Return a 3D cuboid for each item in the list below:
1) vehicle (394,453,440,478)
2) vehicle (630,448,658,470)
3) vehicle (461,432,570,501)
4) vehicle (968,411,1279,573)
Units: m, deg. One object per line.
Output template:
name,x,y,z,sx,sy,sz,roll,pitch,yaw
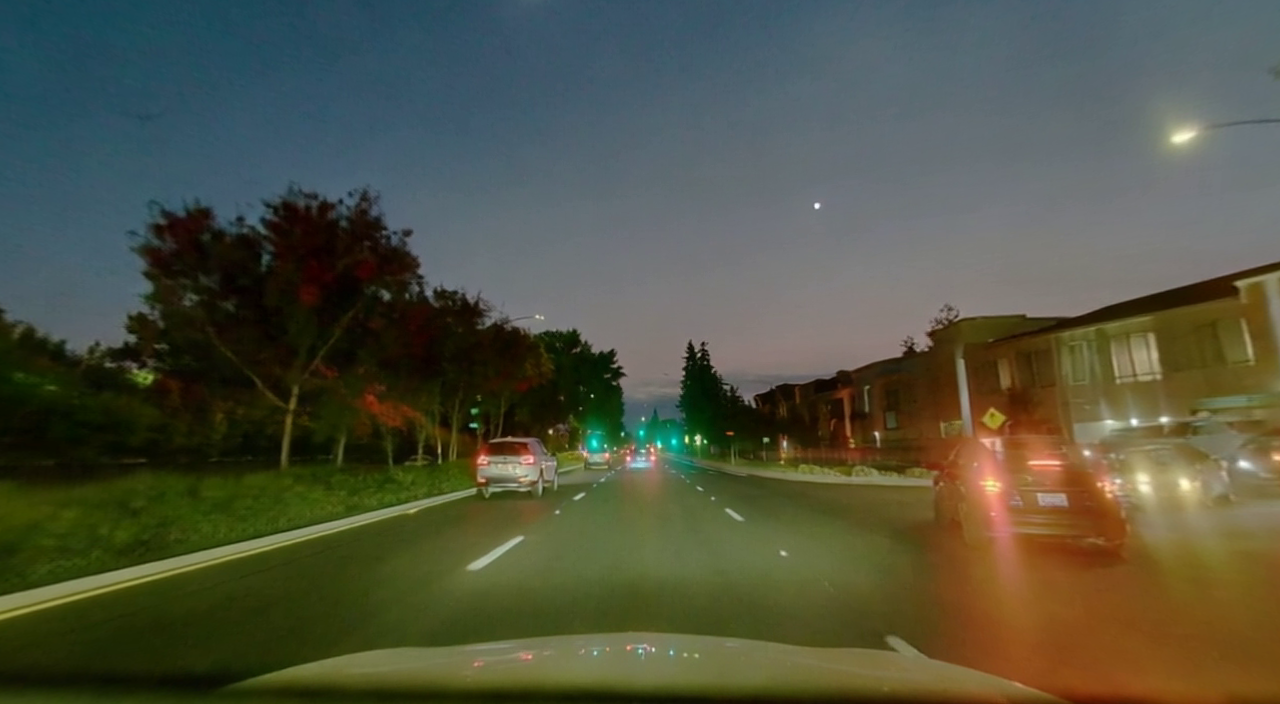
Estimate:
vehicle,-17.147,8.713,48.594,1.899,1.790,4.340,0,-9,0
vehicle,0.337,7.798,46.192,1.940,1.501,4.133,0,-9,1
vehicle,-3.636,3.462,19.472,2.216,1.828,4.886,0,-9,2
vehicle,6.073,1.735,8.604,1.969,1.593,4.293,-3,-9,17
